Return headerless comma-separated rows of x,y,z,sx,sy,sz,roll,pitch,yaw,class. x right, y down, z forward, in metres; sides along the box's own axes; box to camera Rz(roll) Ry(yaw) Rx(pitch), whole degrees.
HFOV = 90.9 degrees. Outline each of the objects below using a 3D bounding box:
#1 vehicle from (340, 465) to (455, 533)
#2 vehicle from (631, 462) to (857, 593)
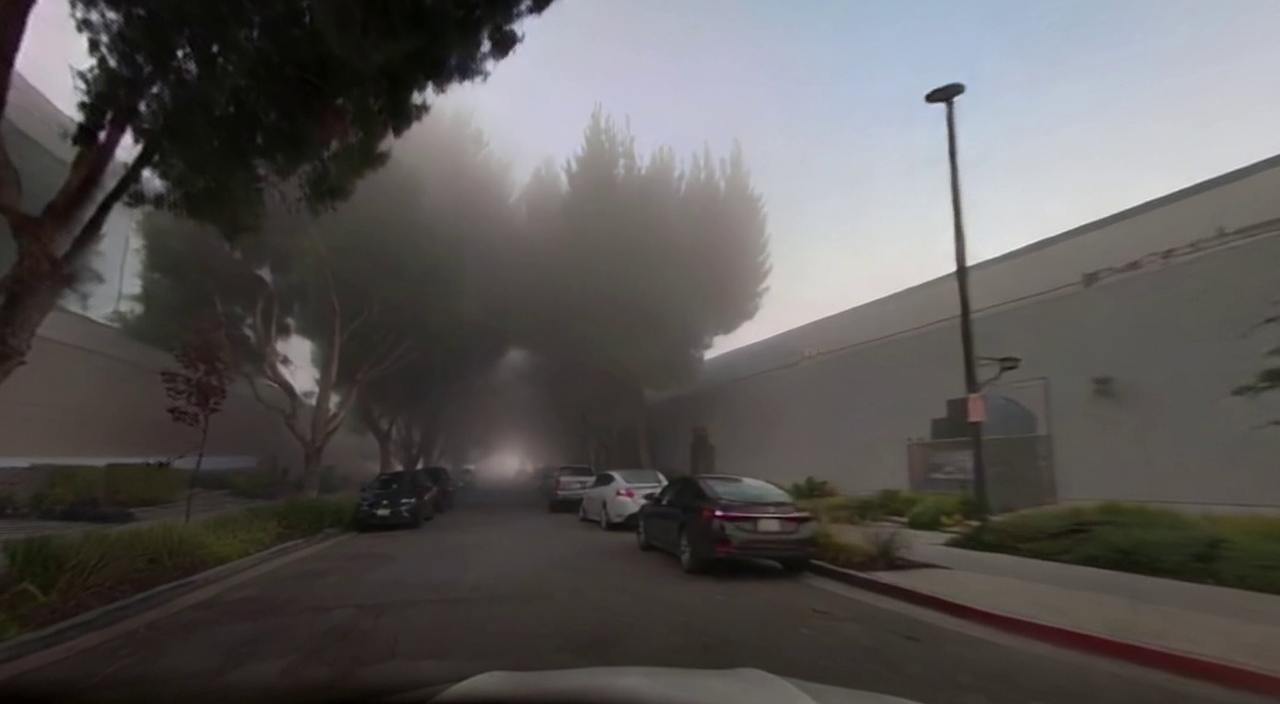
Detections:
-6.032,3.715,16.264,2.018,1.461,4.413,3,-11,-12,vehicle
1.243,2.465,9.537,1.889,1.482,4.118,4,-11,-13,vehicle
